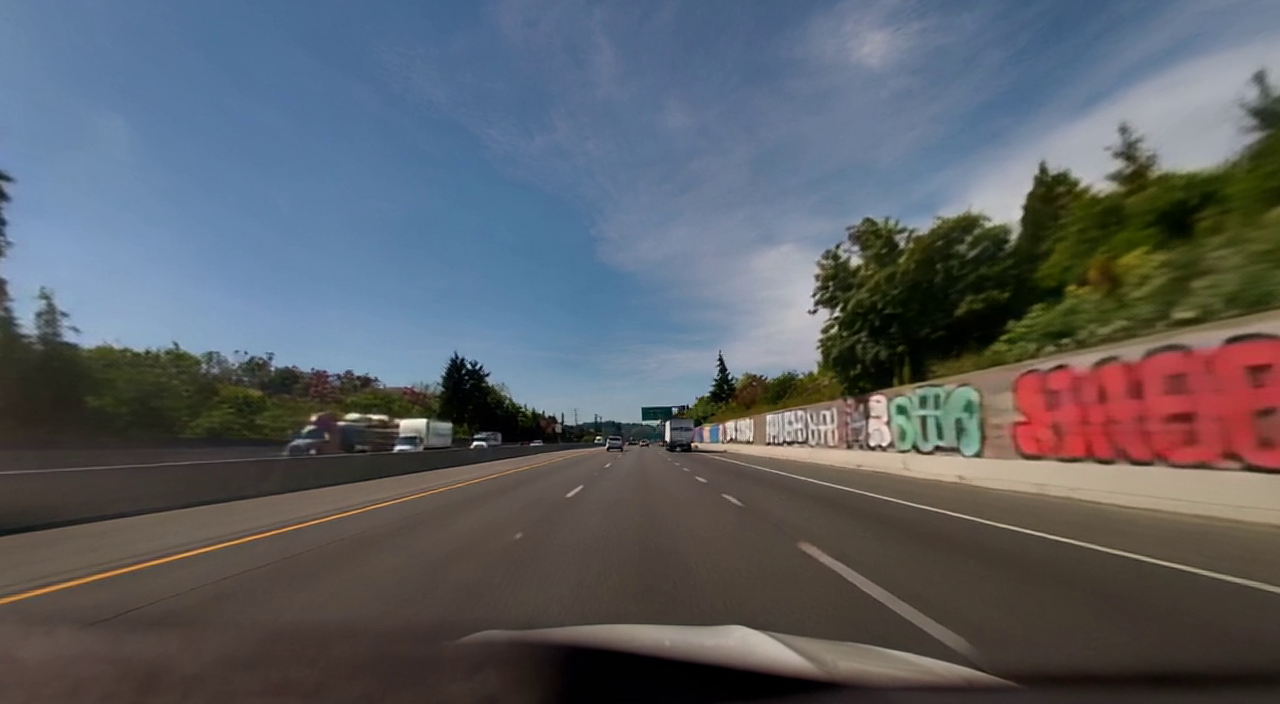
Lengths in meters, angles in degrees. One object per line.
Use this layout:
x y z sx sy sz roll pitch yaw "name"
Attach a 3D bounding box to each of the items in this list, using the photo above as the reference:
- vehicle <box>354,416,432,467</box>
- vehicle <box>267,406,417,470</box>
-16.963 6.196 43.725 2.874 3.248 6.139 0 -8 -1 "vehicle"
-20.978 6.376 46.450 2.941 3.798 16.803 0 -8 0 "vehicle"
